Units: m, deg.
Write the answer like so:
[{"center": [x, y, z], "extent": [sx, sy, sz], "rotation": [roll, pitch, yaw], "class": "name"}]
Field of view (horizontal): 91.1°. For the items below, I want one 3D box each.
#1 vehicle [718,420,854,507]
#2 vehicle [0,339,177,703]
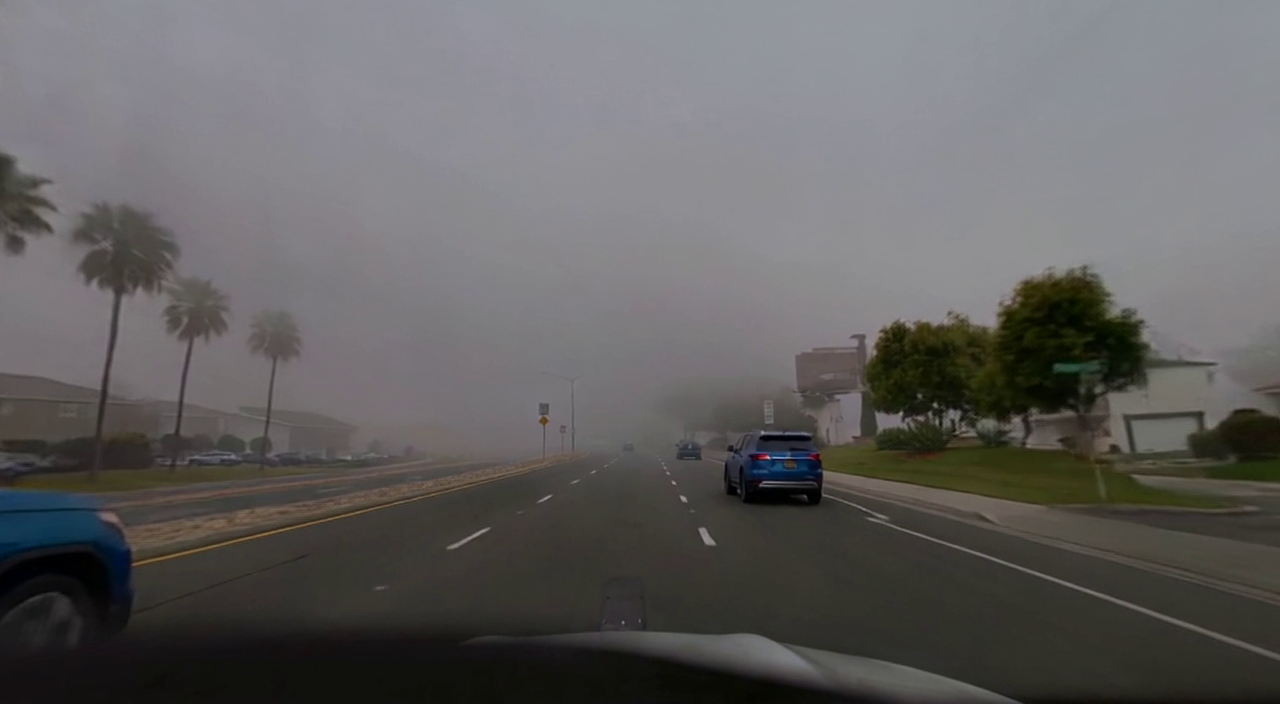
[{"center": [3.324, 2.663, 15.412], "extent": [2.195, 1.804, 4.658], "rotation": [0, -8, 0], "class": "vehicle"}, {"center": [-4.007, 0.622, 1.414], "extent": [2.150, 1.768, 4.868], "rotation": [0, -8, 0], "class": "vehicle"}]
